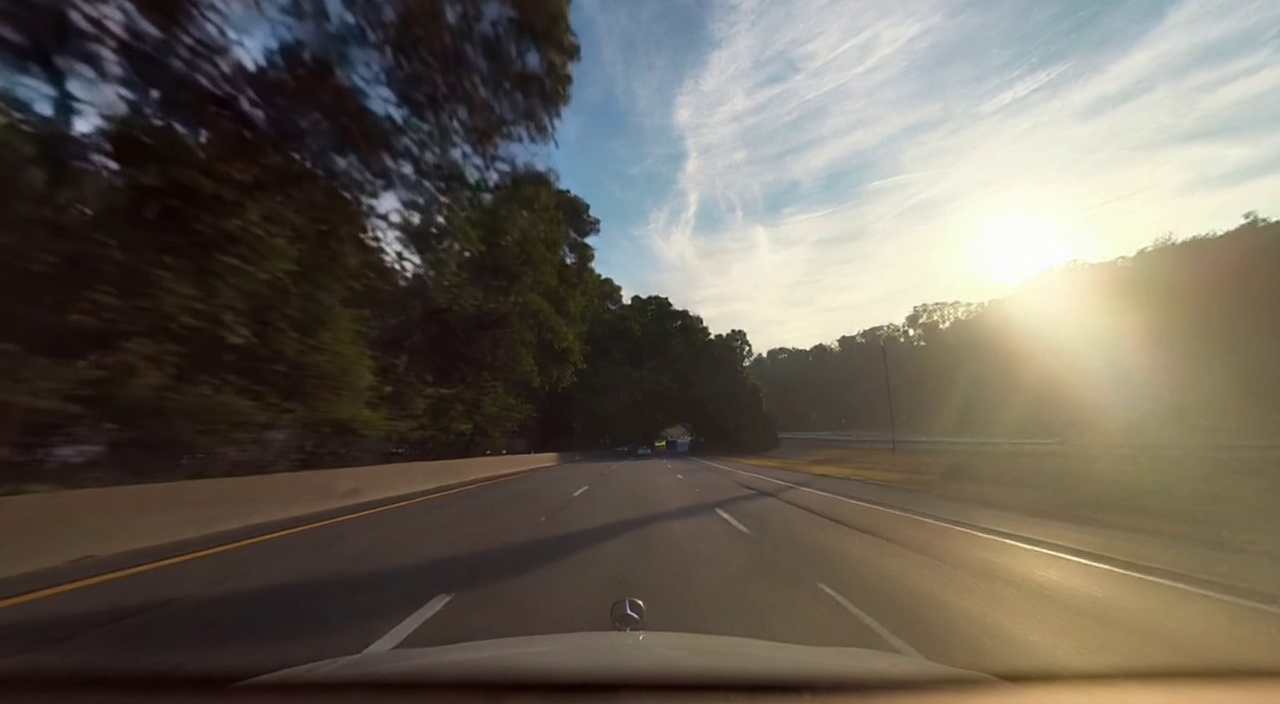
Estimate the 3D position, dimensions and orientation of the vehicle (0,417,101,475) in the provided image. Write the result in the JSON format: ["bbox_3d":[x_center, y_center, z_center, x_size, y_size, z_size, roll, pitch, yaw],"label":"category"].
[{"bbox_3d":[-44.558,6.905,45.586,2.822,3.748,12.930,2,-9,-14],"label":"vehicle"}]
